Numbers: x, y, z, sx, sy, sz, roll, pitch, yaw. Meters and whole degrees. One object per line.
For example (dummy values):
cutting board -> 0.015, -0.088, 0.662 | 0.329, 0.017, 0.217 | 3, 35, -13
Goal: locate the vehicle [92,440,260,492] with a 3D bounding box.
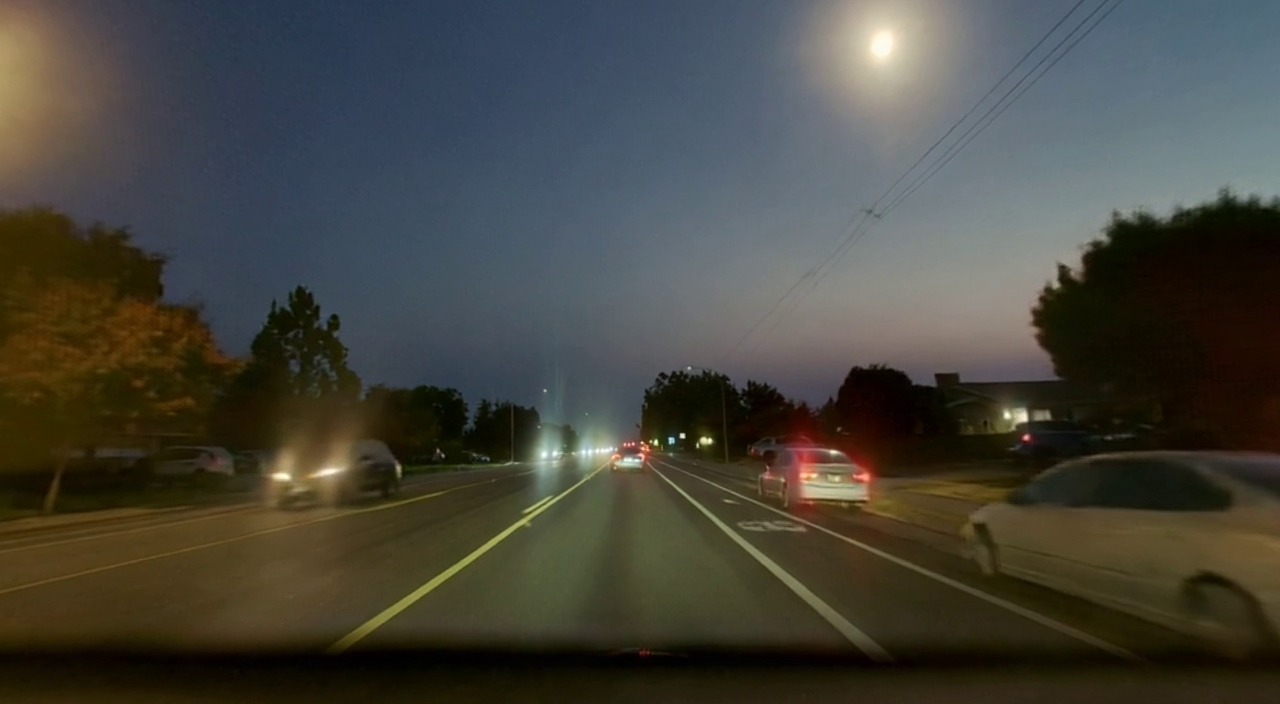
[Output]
vehicle -> -19.908, 4.906, 27.330 | 5.551, 1.870, 2.183 | -3, -8, -1

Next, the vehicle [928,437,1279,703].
vehicle -> 4.499, 1.459, 5.166 | 1.963, 1.469, 4.709 | 0, -9, -1

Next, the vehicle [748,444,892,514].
vehicle -> 4.273, 3.090, 16.018 | 2.001, 1.480, 5.022 | 0, -9, -2

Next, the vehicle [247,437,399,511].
vehicle -> -8.721, 3.370, 17.942 | 1.999, 1.806, 4.479 | 0, -9, 0

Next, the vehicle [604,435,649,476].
vehicle -> -0.674, 5.403, 33.214 | 2.153, 1.942, 4.767 | 0, -9, 0
